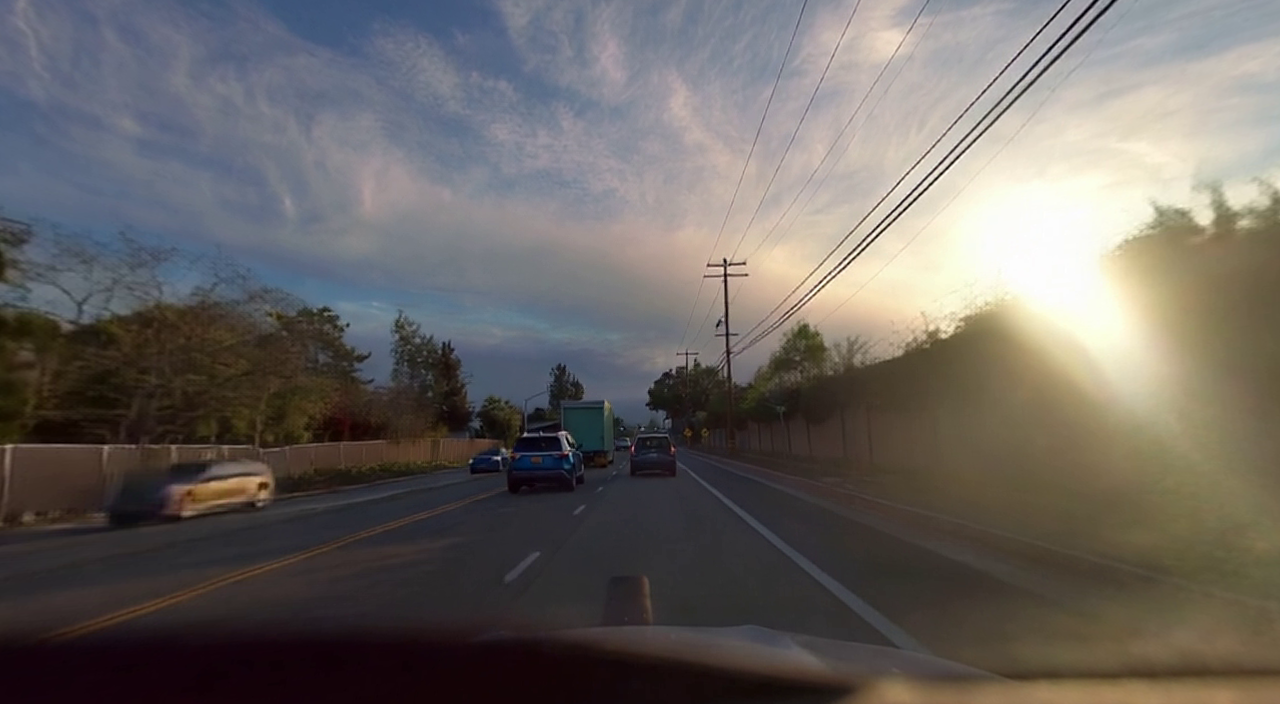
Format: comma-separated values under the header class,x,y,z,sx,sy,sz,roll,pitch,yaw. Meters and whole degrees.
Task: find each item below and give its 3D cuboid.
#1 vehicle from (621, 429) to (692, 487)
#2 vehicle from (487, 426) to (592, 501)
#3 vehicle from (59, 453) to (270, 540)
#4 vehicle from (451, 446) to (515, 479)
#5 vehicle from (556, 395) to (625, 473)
class,x,y,z,sx,sy,sz,roll,pitch,yaw
vehicle,0.524,3.554,21.325,2.174,1.749,4.113,0,-9,1
vehicle,-2.670,3.112,17.936,2.093,1.832,4.508,0,-9,2
vehicle,-11.832,3.547,16.184,1.959,1.691,4.479,-5,-9,0
vehicle,-8.036,5.672,32.718,2.081,1.568,4.265,0,-9,2
vehicle,-2.475,4.706,35.262,2.928,3.658,10.953,0,-9,0
